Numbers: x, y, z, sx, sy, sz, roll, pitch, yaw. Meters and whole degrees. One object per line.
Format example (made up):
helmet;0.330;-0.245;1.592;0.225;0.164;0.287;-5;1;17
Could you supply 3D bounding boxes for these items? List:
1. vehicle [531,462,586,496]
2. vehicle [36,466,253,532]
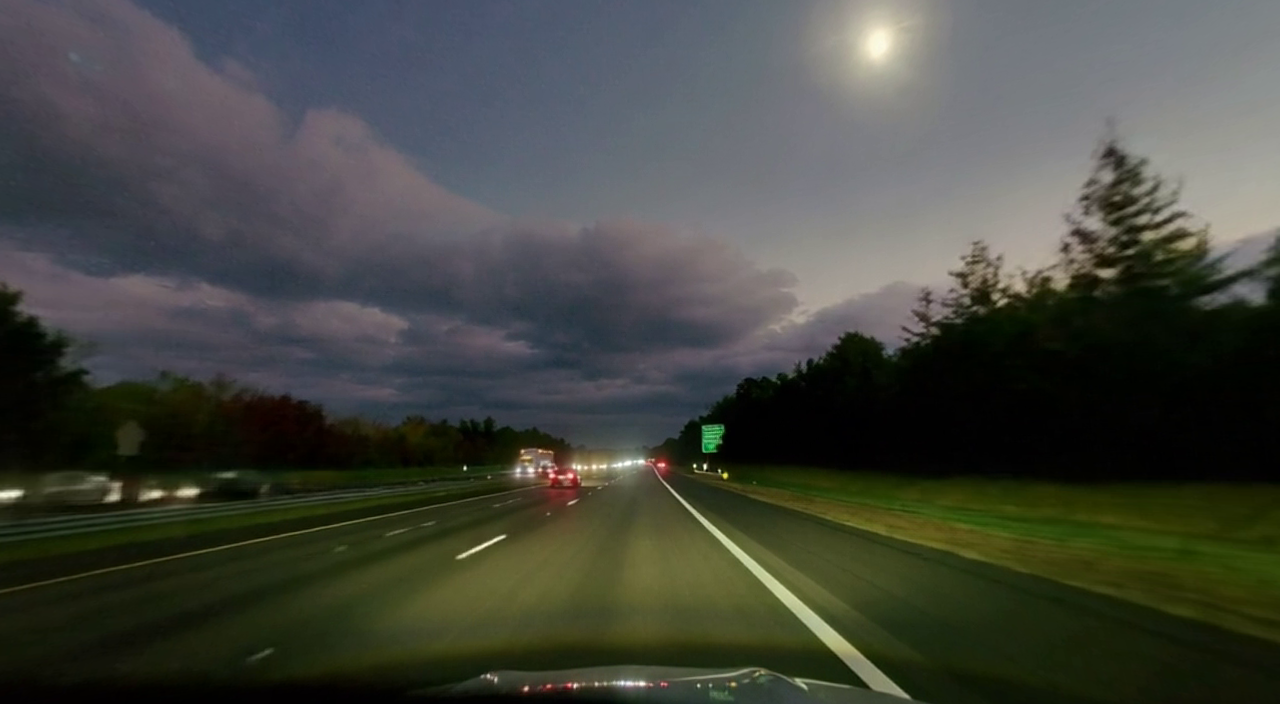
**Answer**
vehicle;-3.823;6.069;30.338;2.043;1.486;4.442;0;-10;0
vehicle;-12.614;3.748;16.550;2.065;1.438;4.481;1;-10;-1
